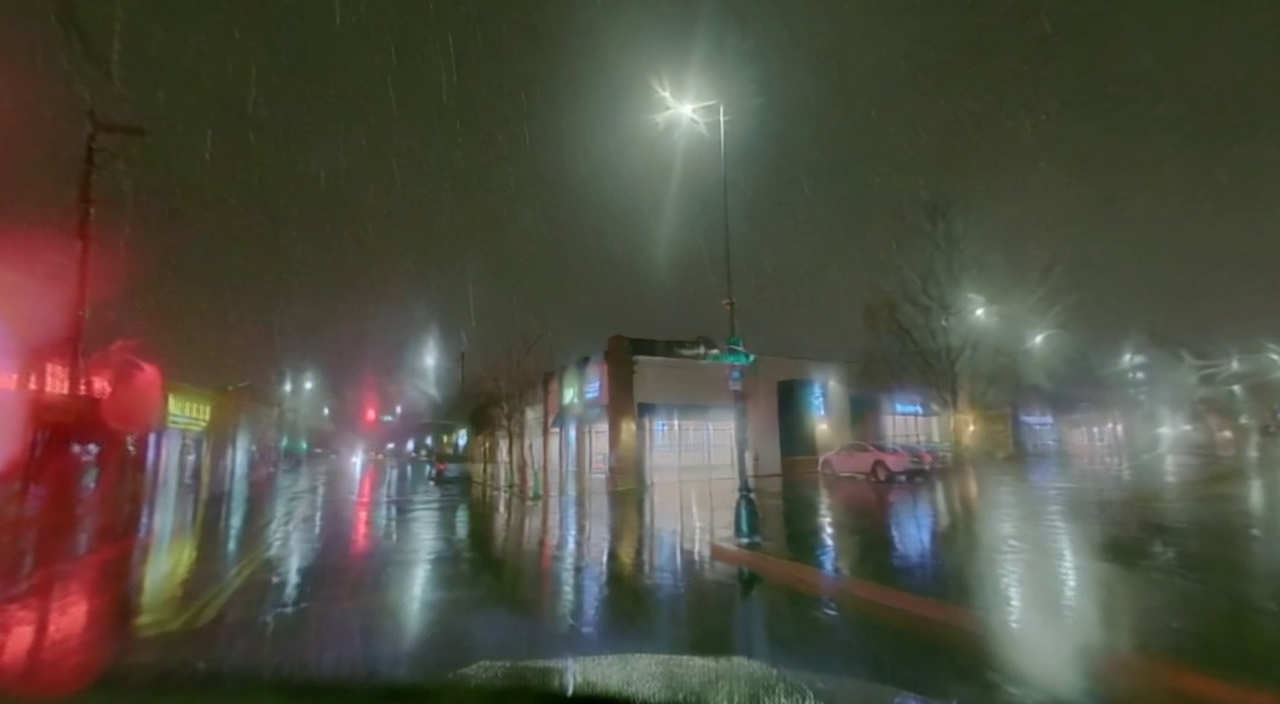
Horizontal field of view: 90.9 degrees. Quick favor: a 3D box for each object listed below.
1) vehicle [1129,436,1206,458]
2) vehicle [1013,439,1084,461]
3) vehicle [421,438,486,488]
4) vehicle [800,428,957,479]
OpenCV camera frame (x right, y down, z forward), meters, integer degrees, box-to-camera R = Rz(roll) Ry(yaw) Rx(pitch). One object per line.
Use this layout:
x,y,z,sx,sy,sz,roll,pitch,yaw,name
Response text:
37.097,6.688,44.426,1.866,1.486,4.145,0,-8,1,vehicle
26.890,6.444,41.589,1.557,1.372,3.538,4,-10,-28,vehicle
-8.578,4.960,28.749,2.150,2.013,4.748,4,-8,-24,vehicle
8.407,3.604,22.551,4.814,1.618,1.869,-8,-11,41,vehicle
